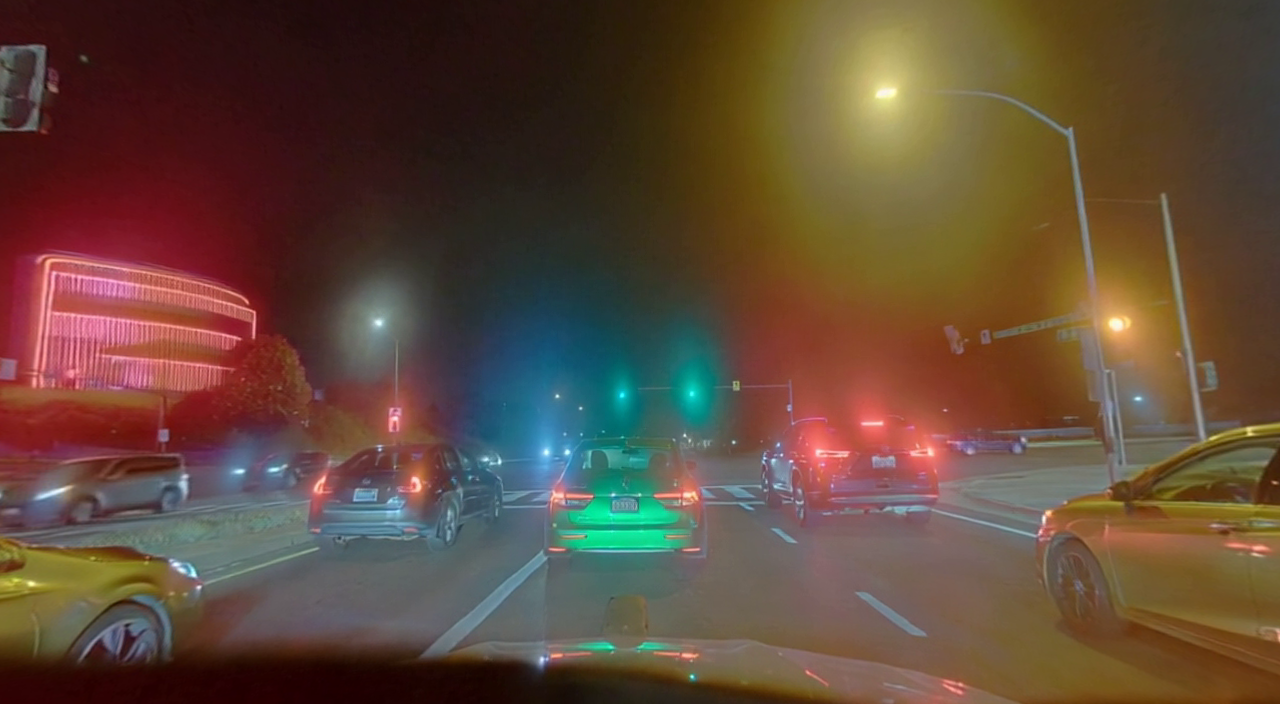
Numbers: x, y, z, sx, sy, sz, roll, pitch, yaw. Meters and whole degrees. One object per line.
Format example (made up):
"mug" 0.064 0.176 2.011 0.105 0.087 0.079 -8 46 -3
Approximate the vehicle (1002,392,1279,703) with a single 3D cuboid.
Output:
"vehicle" 3.943 0.972 3.100 1.800 1.519 4.198 0 -8 0

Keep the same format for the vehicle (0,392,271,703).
"vehicle" -3.475 0.854 1.846 2.016 1.547 4.414 0 -8 1

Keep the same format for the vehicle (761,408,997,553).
"vehicle" 3.320 1.873 9.841 1.992 1.744 4.183 0 -8 0

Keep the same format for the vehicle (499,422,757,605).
"vehicle" -0.117 1.657 7.389 2.140 1.499 4.119 0 -8 0

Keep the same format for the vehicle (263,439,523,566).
"vehicle" -3.287 2.074 9.549 1.995 1.436 4.373 -1 -8 3
